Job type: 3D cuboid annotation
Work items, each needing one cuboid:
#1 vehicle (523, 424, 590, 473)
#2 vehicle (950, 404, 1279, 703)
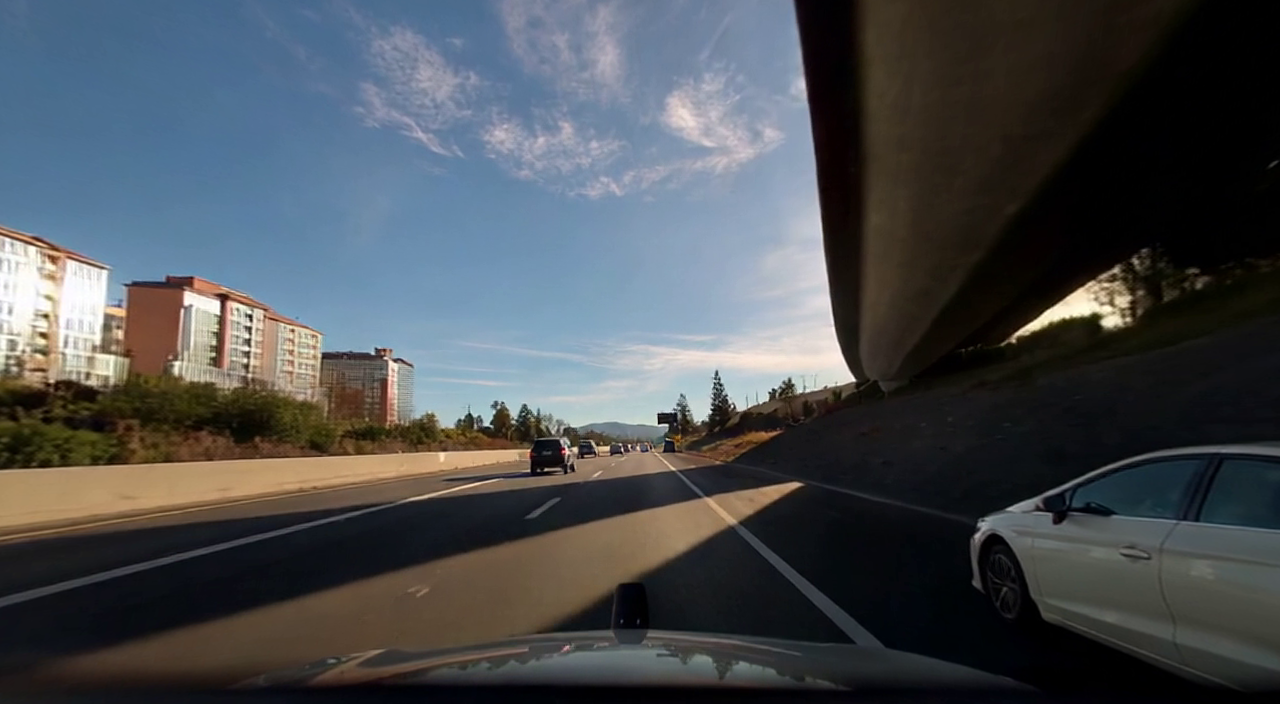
[{"bbox_3d":[-4.037,4.877,31.829,2.496,2.203,6.317,0,-9,0],"label":"vehicle"},{"bbox_3d":[3.652,1.036,2.850,2.047,1.532,4.884,0,-9,0],"label":"vehicle"}]
